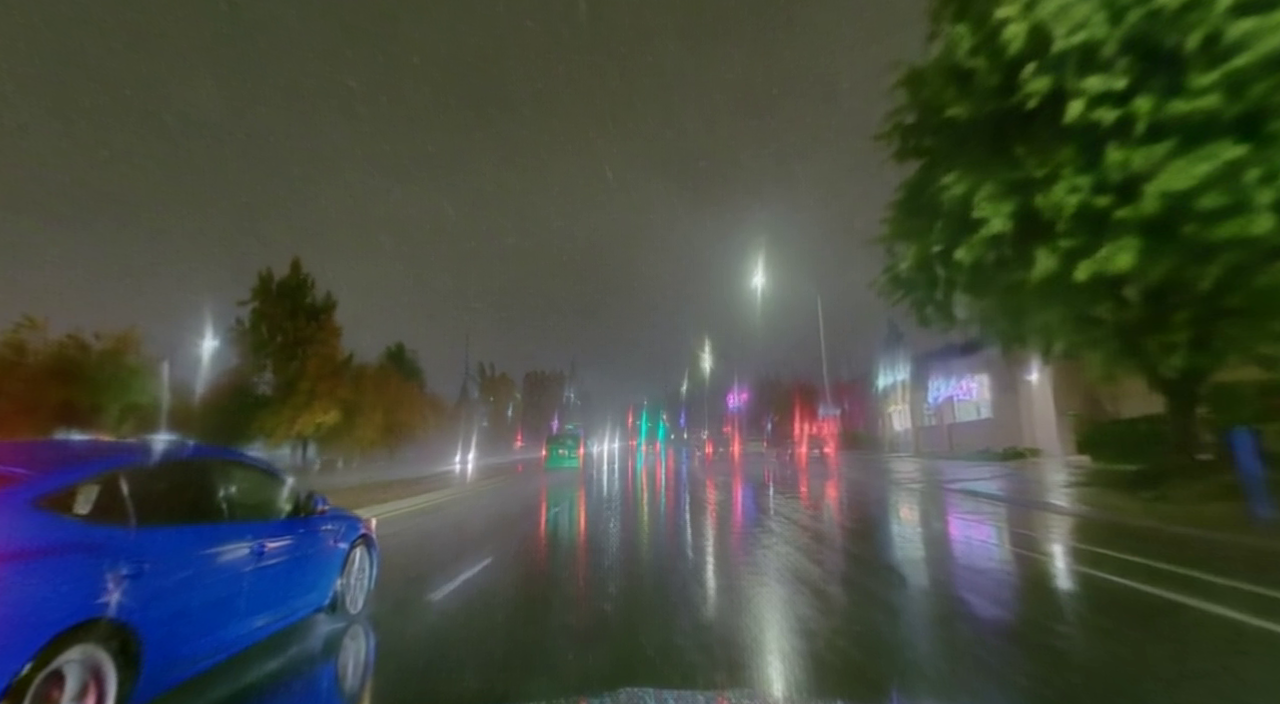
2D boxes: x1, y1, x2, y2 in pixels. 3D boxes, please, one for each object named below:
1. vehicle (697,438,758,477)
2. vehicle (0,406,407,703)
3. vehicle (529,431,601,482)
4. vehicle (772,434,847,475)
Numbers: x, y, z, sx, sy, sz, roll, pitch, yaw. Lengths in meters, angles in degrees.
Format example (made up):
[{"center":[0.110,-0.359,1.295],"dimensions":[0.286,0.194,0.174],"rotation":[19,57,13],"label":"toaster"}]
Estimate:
[{"center":[3.557,4.348,26.288],"dimensions":[1.904,1.490,4.299],"rotation":[0,-8,0],"label":"vehicle"},{"center":[-3.256,1.124,3.559],"dimensions":[1.956,1.460,4.802],"rotation":[0,-8,1],"label":"vehicle"},{"center":[-2.779,4.022,24.584],"dimensions":[2.193,1.788,4.603],"rotation":[0,-8,1],"label":"vehicle"},{"center":[7.490,4.590,28.379],"dimensions":[2.089,1.678,4.725],"rotation":[0,-8,0],"label":"vehicle"}]
